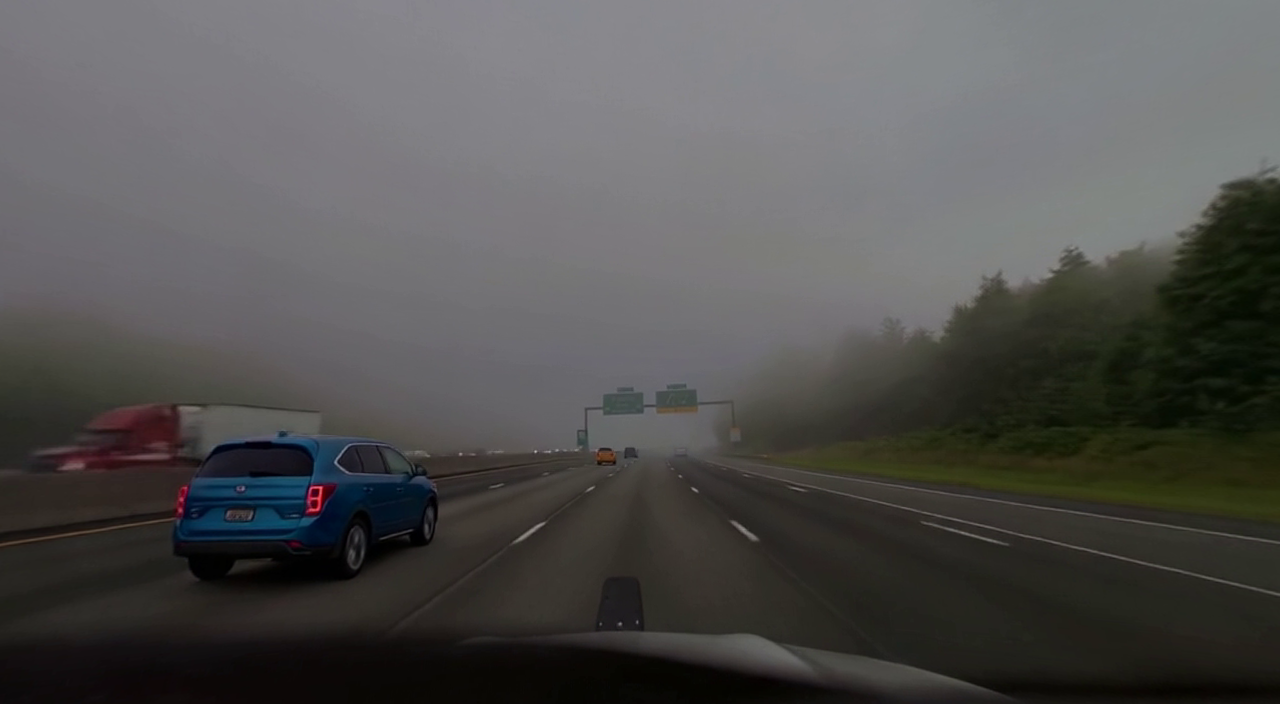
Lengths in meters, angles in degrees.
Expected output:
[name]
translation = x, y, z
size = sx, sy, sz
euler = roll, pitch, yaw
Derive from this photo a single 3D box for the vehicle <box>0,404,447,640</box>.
[vehicle]
translation = -3.690, 1.478, 6.513
size = 2.016, 1.623, 4.126
euler = 0, -8, 1
